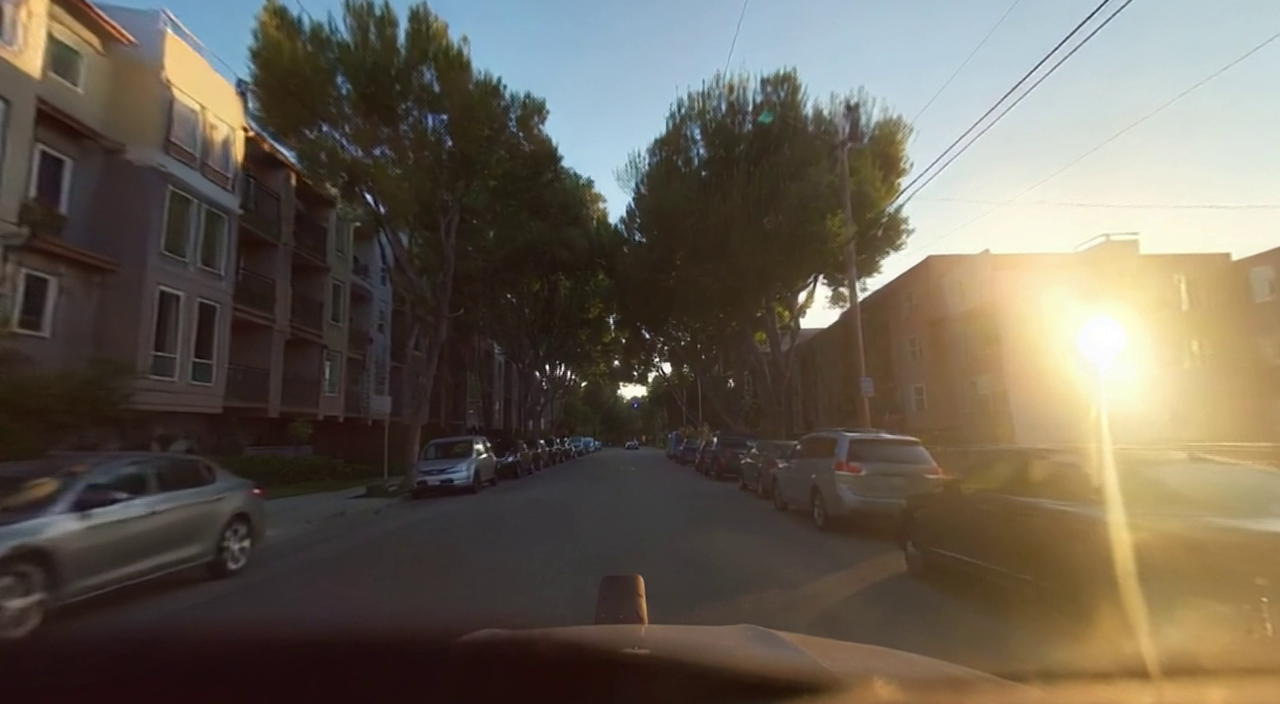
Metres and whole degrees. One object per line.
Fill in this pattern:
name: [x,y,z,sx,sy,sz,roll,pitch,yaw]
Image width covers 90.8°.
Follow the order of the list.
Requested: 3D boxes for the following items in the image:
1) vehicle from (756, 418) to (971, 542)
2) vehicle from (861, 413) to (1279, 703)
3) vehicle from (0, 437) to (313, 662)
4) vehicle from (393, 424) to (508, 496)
vehicle: [3.426,2.050,10.813,1.964,1.646,4.543,0,-8,-1]
vehicle: [3.631,1.369,5.264,1.886,1.493,4.646,0,-8,0]
vehicle: [-5.220,1.521,5.726,2.080,1.458,4.511,0,-8,0]
vehicle: [-5.476,3.176,18.985,2.069,1.881,4.697,0,-8,-1]
